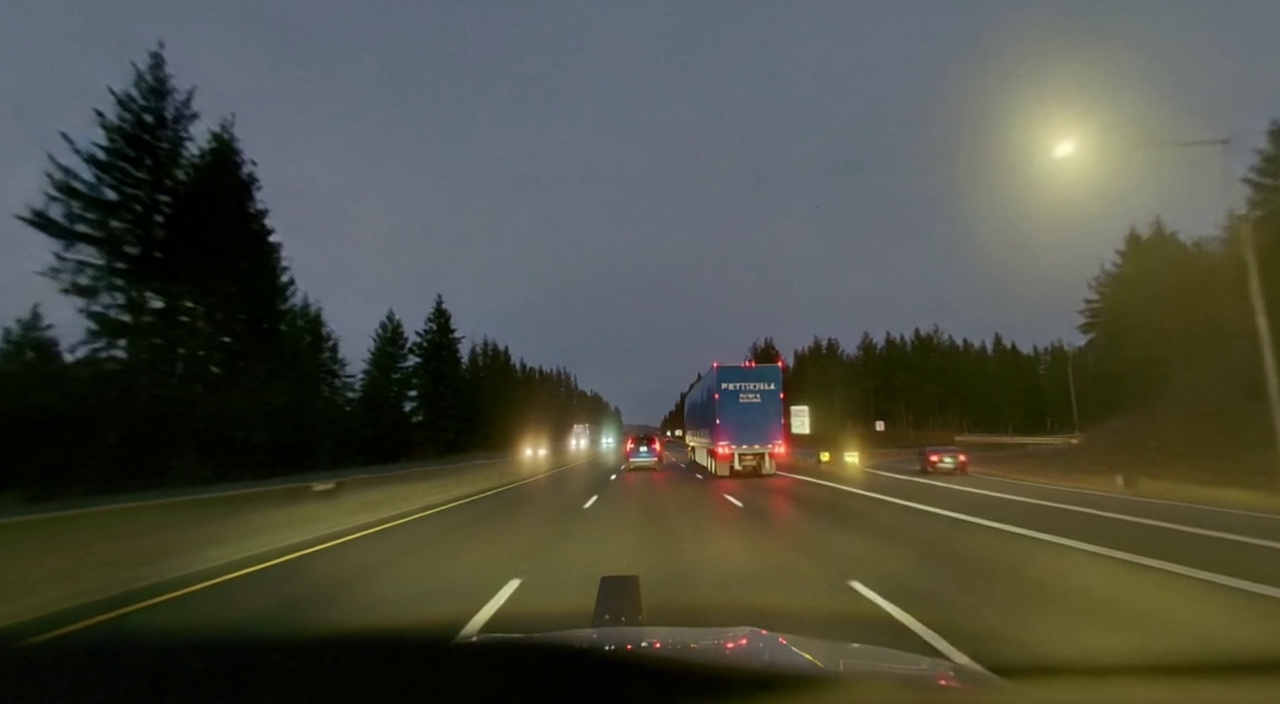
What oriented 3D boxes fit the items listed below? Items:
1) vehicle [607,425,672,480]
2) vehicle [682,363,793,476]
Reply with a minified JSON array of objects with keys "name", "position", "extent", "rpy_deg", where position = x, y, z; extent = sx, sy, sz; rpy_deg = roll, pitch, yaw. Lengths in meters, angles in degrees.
[{"name":"vehicle","position":[-0.038,3.751,23.767],"extent":[2.222,1.848,4.610],"rpy_deg":[0,-8,-1]},{"name":"vehicle","position":[4.130,3.684,31.527],"extent":[2.899,4.160,16.621],"rpy_deg":[0,-8,0]}]
